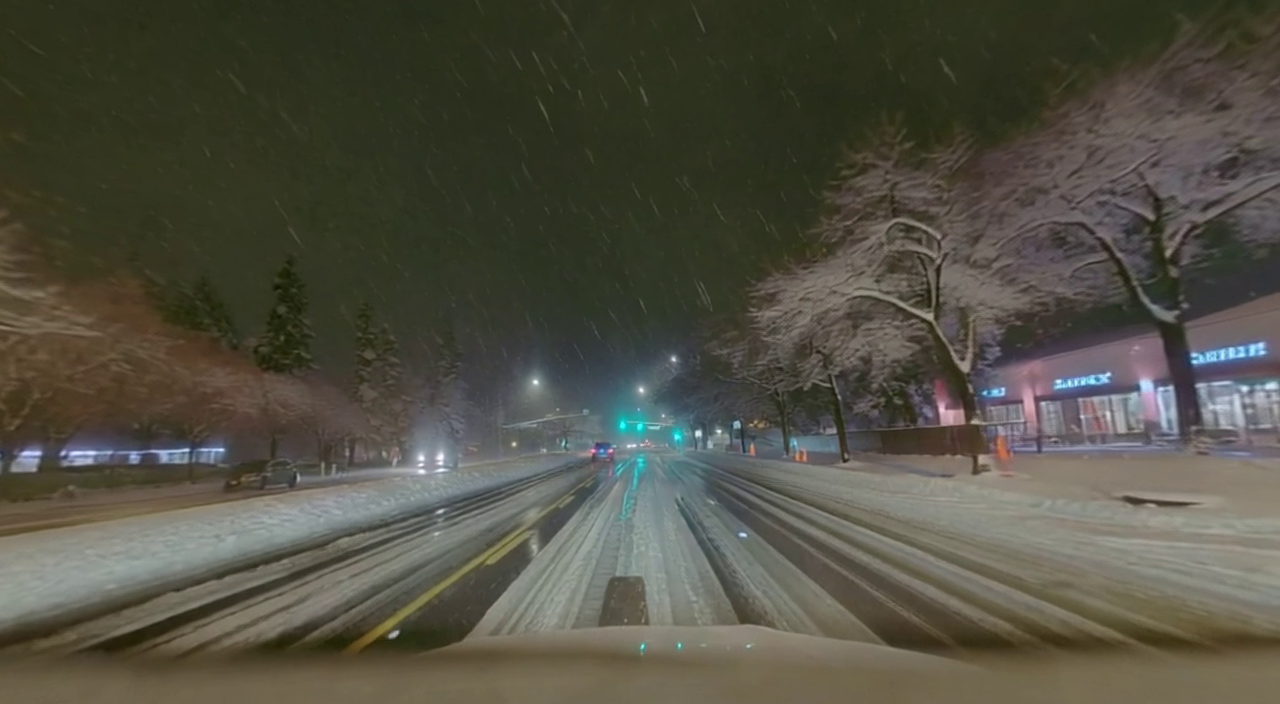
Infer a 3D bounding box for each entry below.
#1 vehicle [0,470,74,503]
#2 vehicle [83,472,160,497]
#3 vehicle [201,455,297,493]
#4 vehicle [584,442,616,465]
[{"bbox_3d":[-33.373,7.190,33.461,4.764,1.448,1.876,-3,-8,-3],"label":"vehicle"},{"bbox_3d":[-32.991,8.412,40.129,3.576,1.407,1.583,-1,-8,3],"label":"vehicle"},{"bbox_3d":[-21.879,6.821,35.542,2.262,1.703,4.728,-5,-9,3],"label":"vehicle"},{"bbox_3d":[-2.683,6.929,43.255,1.926,1.442,4.231,0,-8,0],"label":"vehicle"}]
